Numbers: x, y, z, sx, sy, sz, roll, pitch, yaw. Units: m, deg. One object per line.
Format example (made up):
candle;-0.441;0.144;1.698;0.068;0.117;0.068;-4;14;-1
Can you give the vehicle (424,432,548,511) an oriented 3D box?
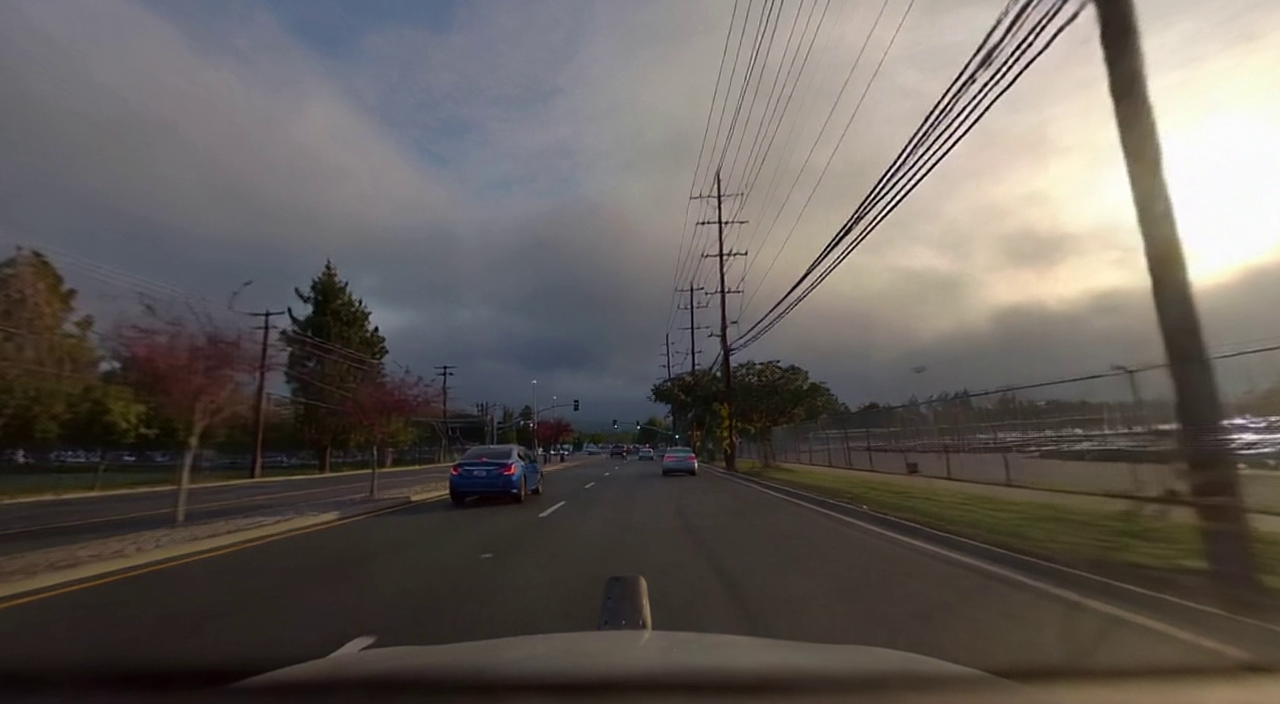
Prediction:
vehicle;-3.684;2.947;15.957;1.950;1.692;4.397;0;-8;1

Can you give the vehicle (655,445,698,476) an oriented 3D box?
vehicle;1.857;5.693;33.144;2.059;1.486;3.980;0;-8;1
